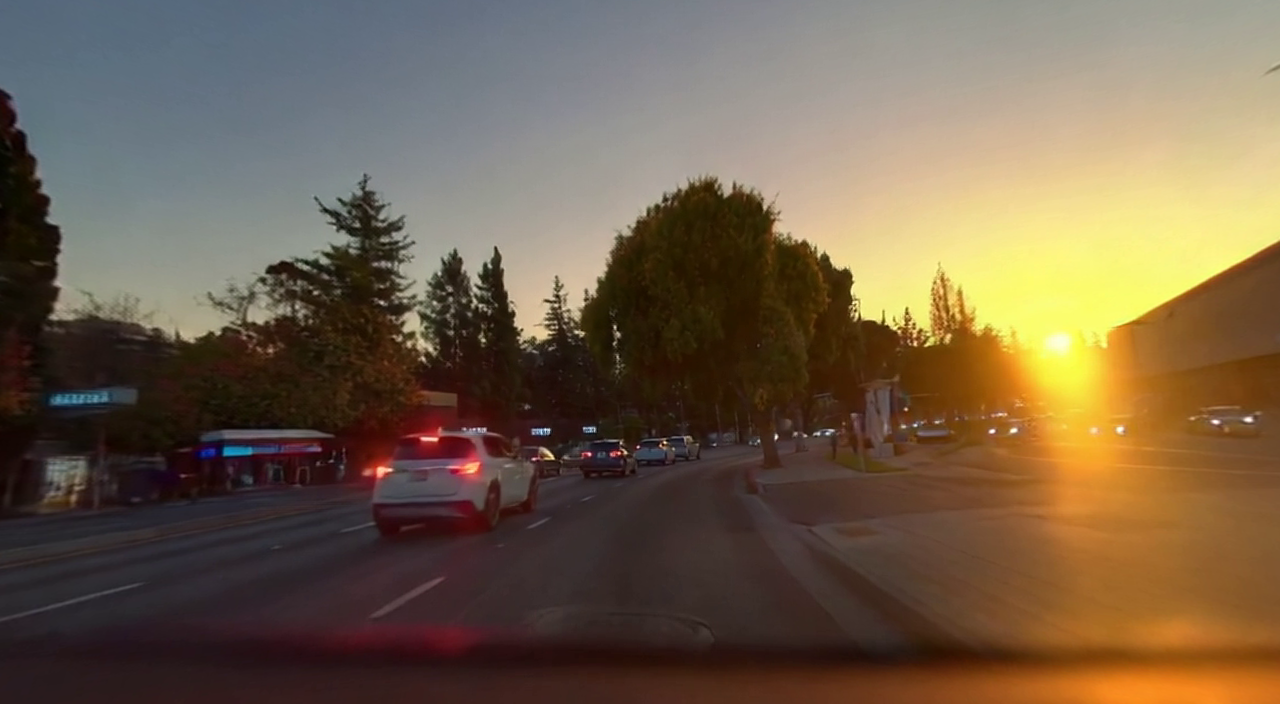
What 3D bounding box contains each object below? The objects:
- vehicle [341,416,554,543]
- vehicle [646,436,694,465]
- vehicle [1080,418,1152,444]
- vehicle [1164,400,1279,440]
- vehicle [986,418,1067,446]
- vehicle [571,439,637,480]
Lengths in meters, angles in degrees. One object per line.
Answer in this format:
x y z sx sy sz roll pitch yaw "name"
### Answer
-3.235 2.258 11.841 2.168 1.783 4.695 -4 -9 5 "vehicle"
2.084 6.605 42.556 2.167 1.832 4.679 -2 -9 16 "vehicle"
29.071 4.854 38.530 4.106 1.450 1.901 5 -10 -29 "vehicle"
28.841 3.342 30.594 1.910 1.652 4.755 3 -10 -30 "vehicle"
26.047 5.434 42.566 4.982 1.789 2.303 4 -10 -28 "vehicle"
-1.506 4.730 28.163 2.002 1.664 4.113 -2 -9 10 "vehicle"
